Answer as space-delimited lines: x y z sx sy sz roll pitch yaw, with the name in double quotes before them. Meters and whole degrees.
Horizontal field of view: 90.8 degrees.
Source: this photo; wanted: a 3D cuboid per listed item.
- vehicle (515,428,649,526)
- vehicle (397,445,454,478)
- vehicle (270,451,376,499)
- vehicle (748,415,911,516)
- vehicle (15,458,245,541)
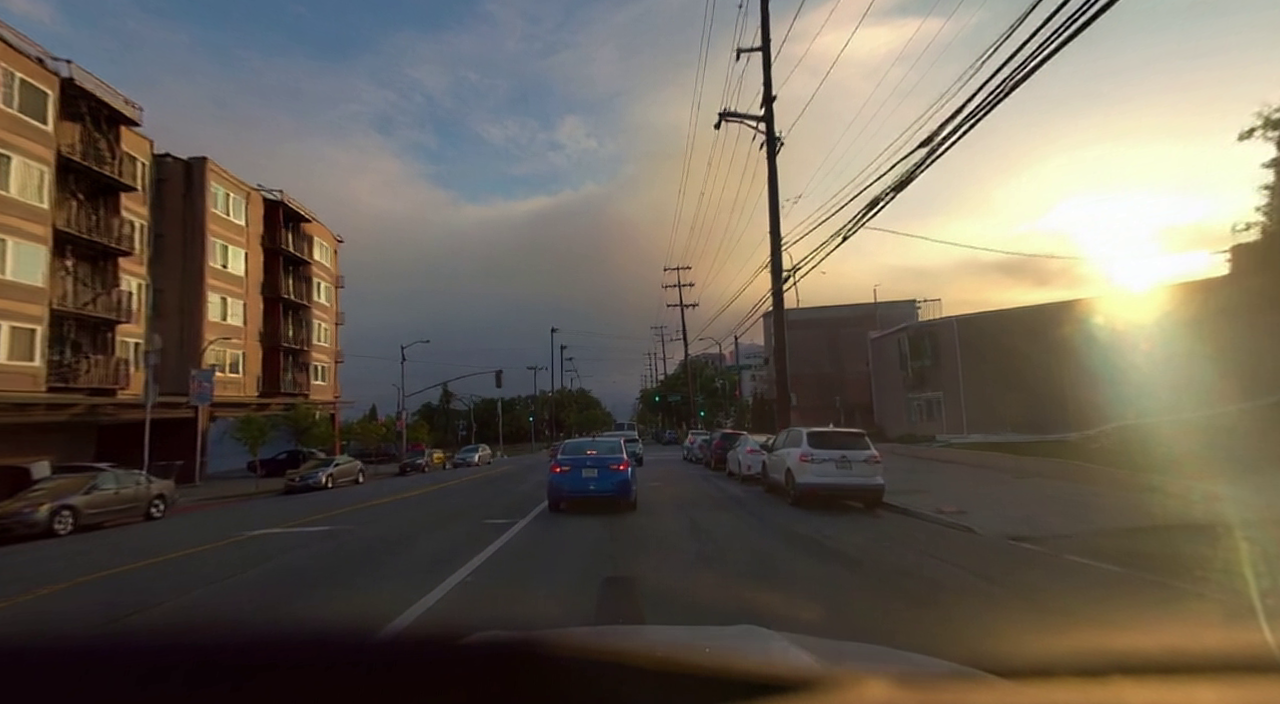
"vehicle" -0.901 2.230 11.896 2.019 1.453 4.603 0 -8 -1
"vehicle" -12.256 6.250 36.409 2.011 1.687 4.079 -3 -8 -2
"vehicle" -12.140 4.680 24.501 1.868 1.491 4.367 -5 -8 0
"vehicle" 3.666 2.298 13.215 1.967 1.721 4.410 0 -8 -1
"vehicle" -12.061 3.448 15.487 1.850 1.487 4.711 -3 -8 -1
